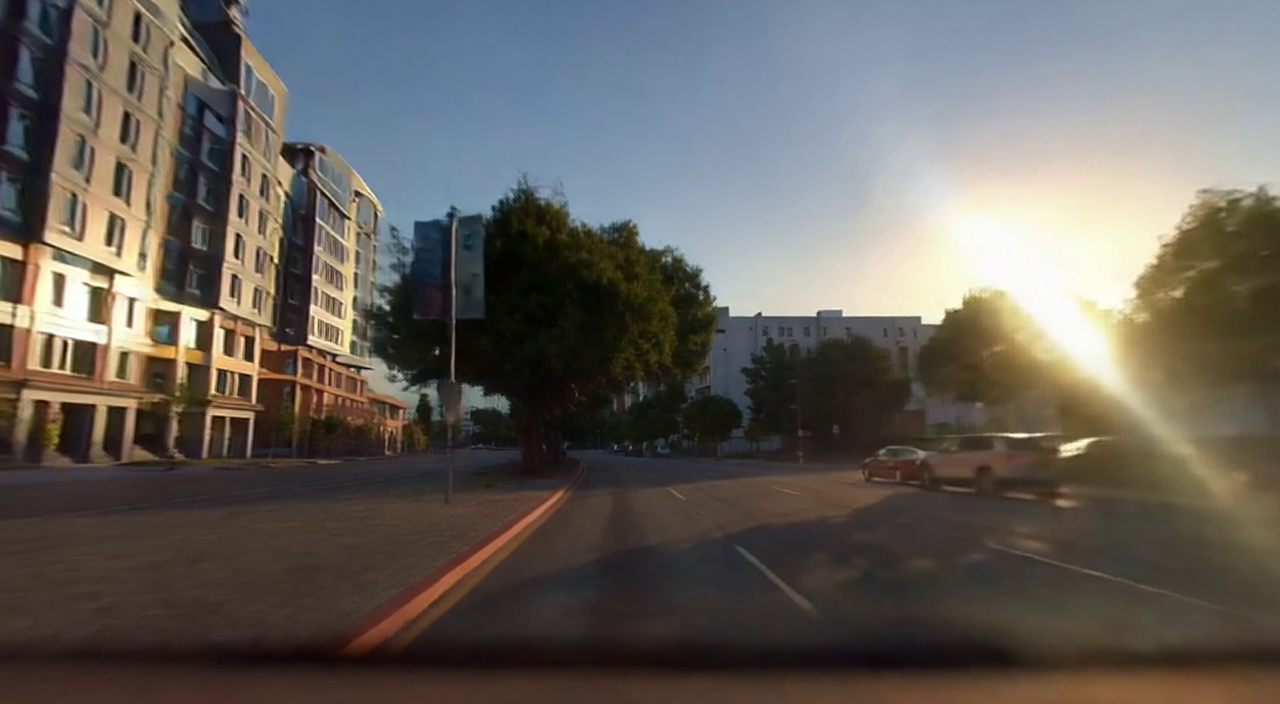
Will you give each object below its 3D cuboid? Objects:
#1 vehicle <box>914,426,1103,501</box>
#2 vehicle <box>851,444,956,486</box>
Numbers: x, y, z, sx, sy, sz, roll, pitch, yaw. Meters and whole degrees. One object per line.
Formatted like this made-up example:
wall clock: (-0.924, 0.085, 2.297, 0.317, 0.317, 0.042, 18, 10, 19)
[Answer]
vehicle: (10.322, 3.167, 18.392, 2.211, 1.831, 5.275, 0, -9, -1)
vehicle: (10.099, 4.332, 24.641, 1.891, 1.460, 4.514, 0, -9, -4)
